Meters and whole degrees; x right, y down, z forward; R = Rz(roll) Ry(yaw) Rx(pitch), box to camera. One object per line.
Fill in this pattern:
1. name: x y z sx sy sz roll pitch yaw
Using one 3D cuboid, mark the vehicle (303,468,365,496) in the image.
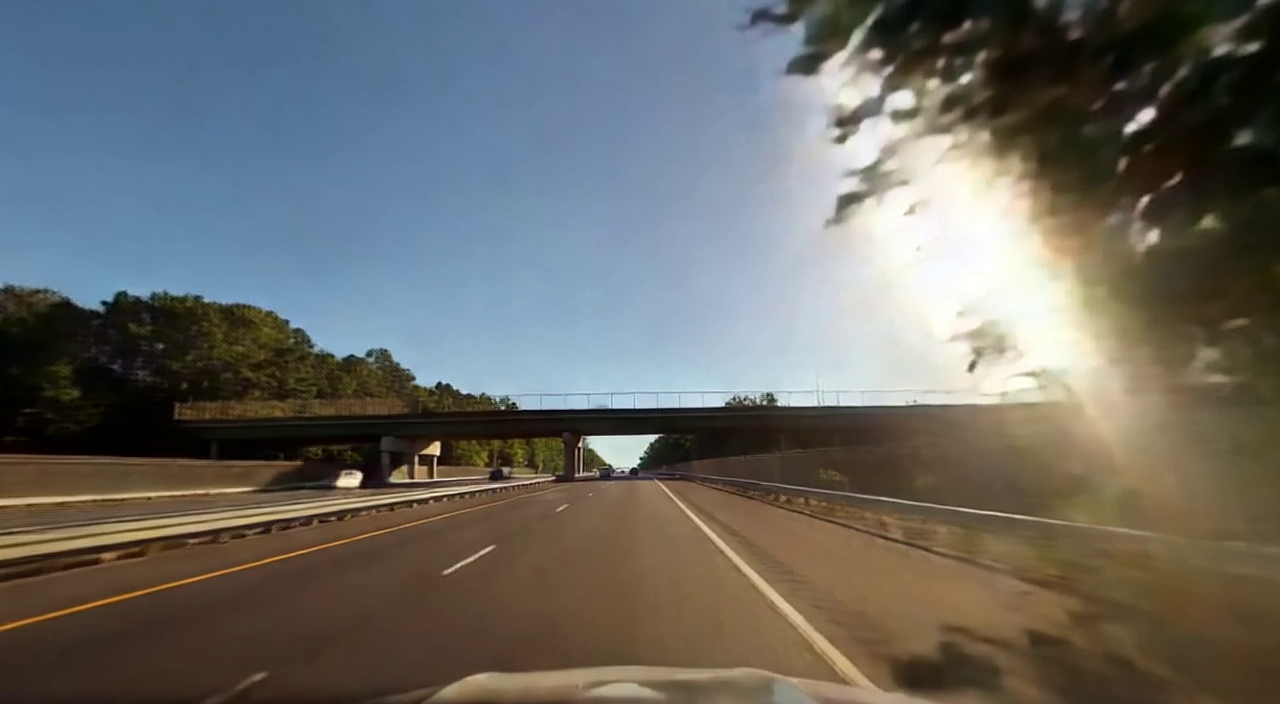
1. vehicle: -17.082 7.286 35.364 1.699 1.445 3.430 0 -10 1
